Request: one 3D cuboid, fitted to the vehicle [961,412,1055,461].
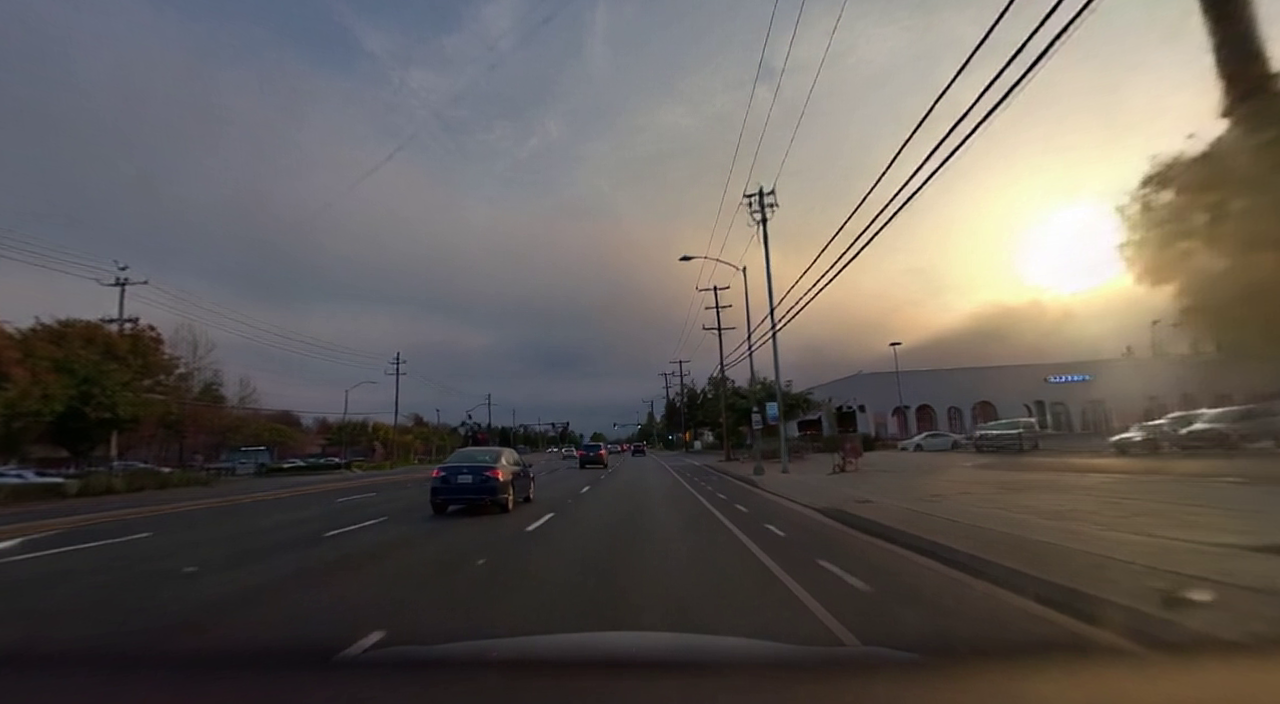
[{"bbox_3d":[16.721,3.796,28.518,4.319,1.812,2.020,2,-10,-38],"label":"vehicle"}]

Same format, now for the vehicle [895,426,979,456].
[{"bbox_3d":[16.652,5.021,35.286,4.497,1.548,1.997,5,-10,-30],"label":"vehicle"}]

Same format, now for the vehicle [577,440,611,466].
[{"bbox_3d":[-3.194,7.108,44.555,2.087,1.736,4.311,0,-9,1],"label":"vehicle"}]

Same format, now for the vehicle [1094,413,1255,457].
[{"bbox_3d":[19.946,3.162,23.852,1.865,1.498,4.827,0,-8,0],"label":"vehicle"}]

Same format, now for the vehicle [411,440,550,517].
[{"bbox_3d":[-3.446,2.826,14.610,1.942,1.469,4.426,0,-9,2],"label":"vehicle"}]
